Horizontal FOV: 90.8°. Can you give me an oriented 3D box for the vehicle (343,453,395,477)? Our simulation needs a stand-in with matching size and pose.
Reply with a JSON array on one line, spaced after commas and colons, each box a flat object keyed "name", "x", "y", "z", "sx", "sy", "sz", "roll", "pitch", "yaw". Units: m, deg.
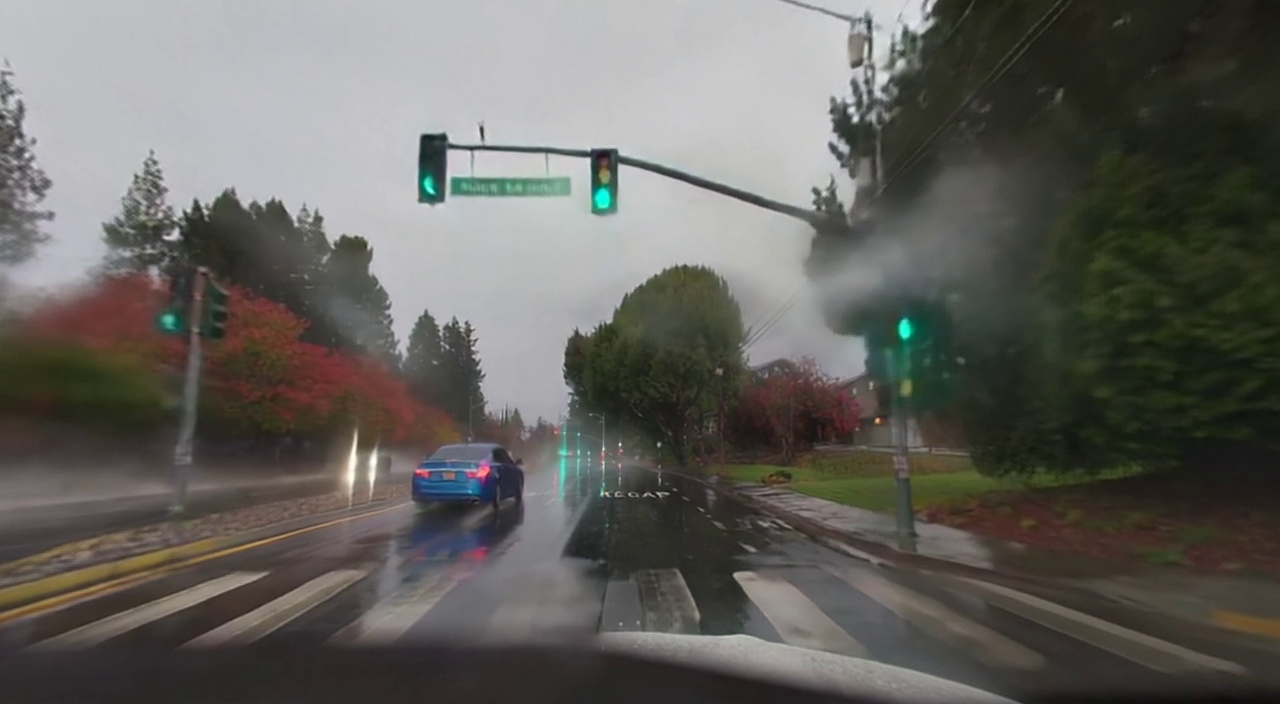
[{"name": "vehicle", "x": -18.824, "y": 7.851, "z": 44.069, "sx": 1.874, "sy": 1.494, "sz": 4.395, "roll": 0, "pitch": -8, "yaw": -3}]

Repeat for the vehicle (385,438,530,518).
[{"name": "vehicle", "x": -3.903, "y": 2.763, "z": 14.428, "sx": 1.980, "sy": 1.508, "sz": 4.502, "roll": 0, "pitch": -8, "yaw": 0}]
